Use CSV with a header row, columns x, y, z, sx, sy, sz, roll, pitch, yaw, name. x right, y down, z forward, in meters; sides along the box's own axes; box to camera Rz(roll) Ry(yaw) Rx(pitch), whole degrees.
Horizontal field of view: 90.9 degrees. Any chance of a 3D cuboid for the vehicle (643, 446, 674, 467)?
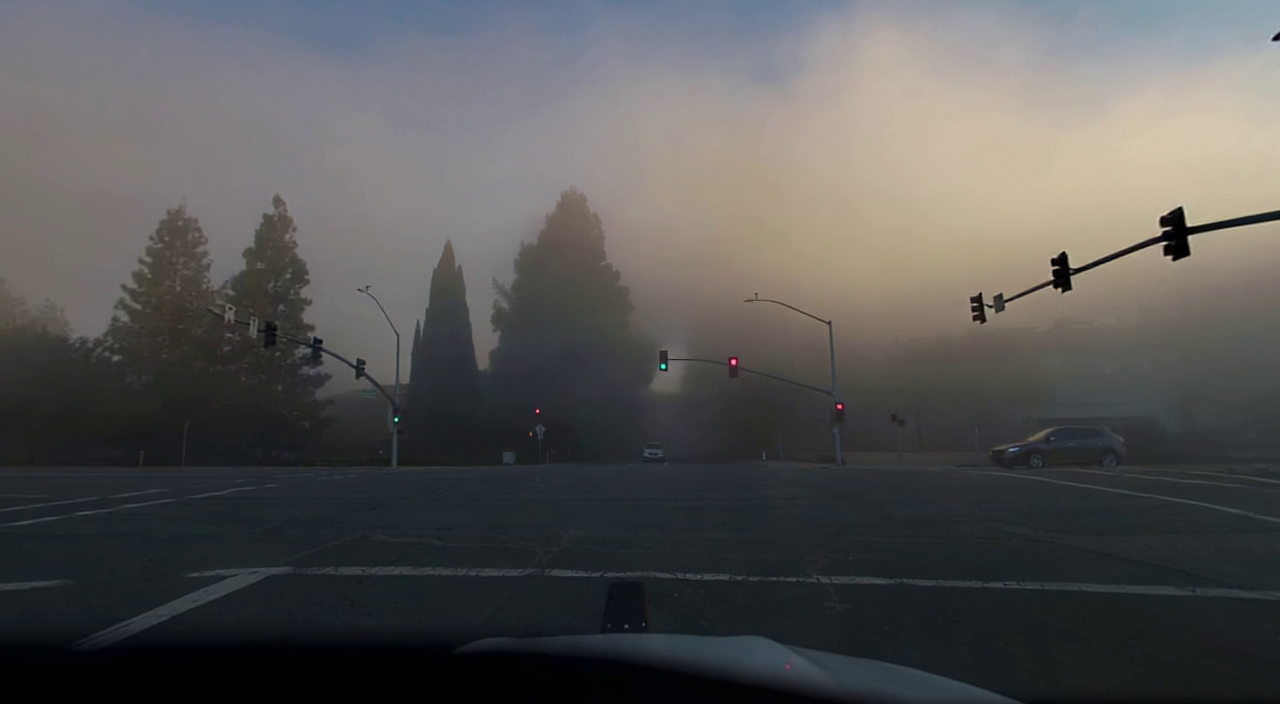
x,y,z,sx,sy,sz,roll,pitch,yaw,name
1.299,7.643,46.455,2.132,1.449,4.235,0,-9,0,vehicle
